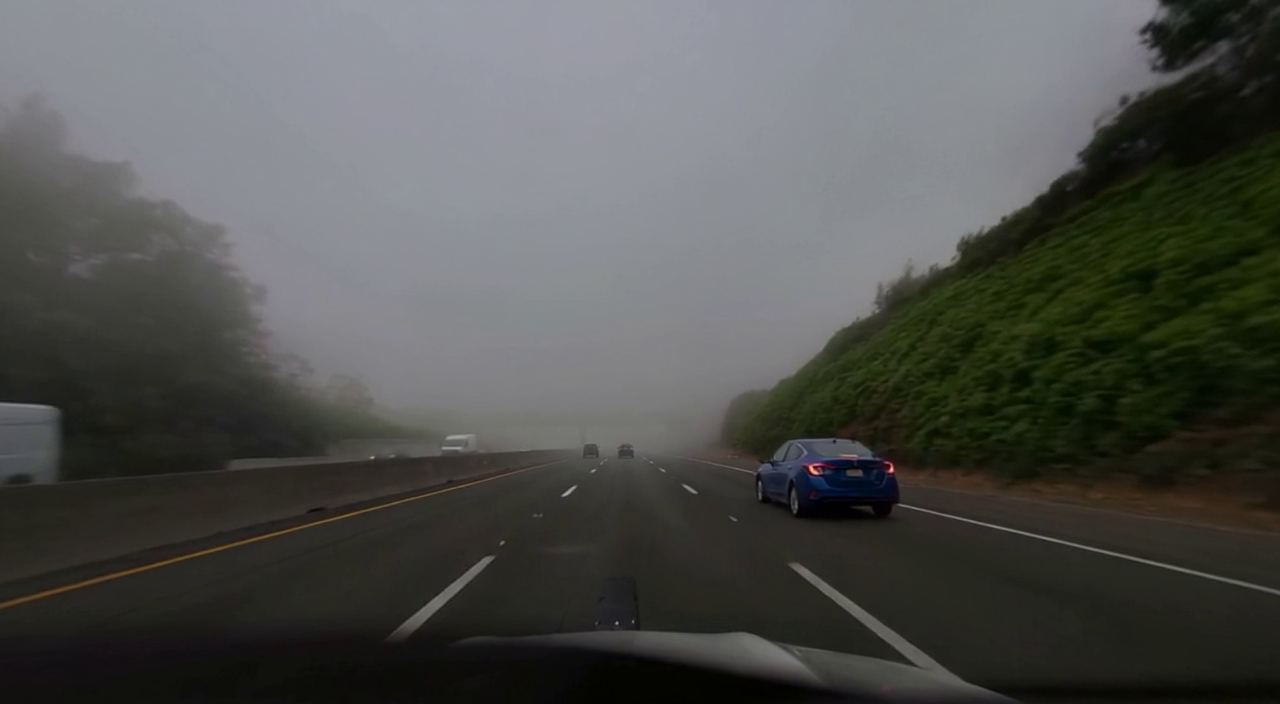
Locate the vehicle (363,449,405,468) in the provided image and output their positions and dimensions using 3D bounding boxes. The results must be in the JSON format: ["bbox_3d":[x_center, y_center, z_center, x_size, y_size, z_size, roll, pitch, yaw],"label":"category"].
[{"bbox_3d":[-19.995,8.309,49.404,1.763,1.394,3.806,0,-8,0],"label":"vehicle"}]

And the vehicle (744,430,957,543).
[{"bbox_3d":[3.237,2.125,10.779,2.079,1.515,4.196,0,-8,-2],"label":"vehicle"}]
